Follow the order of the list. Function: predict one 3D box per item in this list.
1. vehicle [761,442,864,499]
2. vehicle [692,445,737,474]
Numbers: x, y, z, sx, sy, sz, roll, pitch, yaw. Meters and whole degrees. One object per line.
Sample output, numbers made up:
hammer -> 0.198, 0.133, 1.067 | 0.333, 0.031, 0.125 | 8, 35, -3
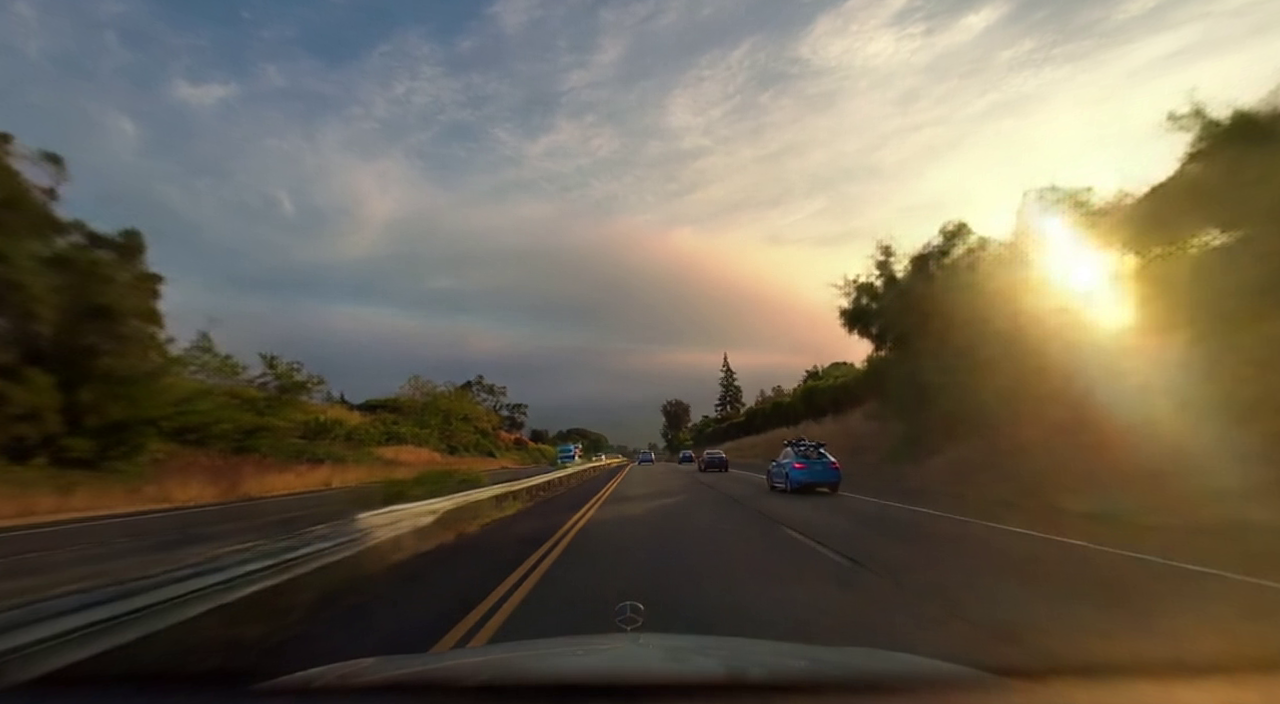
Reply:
vehicle -> 5.050, 3.502, 18.975 | 1.964, 1.513, 3.707 | 0, -9, -1
vehicle -> 4.470, 6.543, 38.478 | 2.122, 1.662, 4.392 | 0, -9, 0
